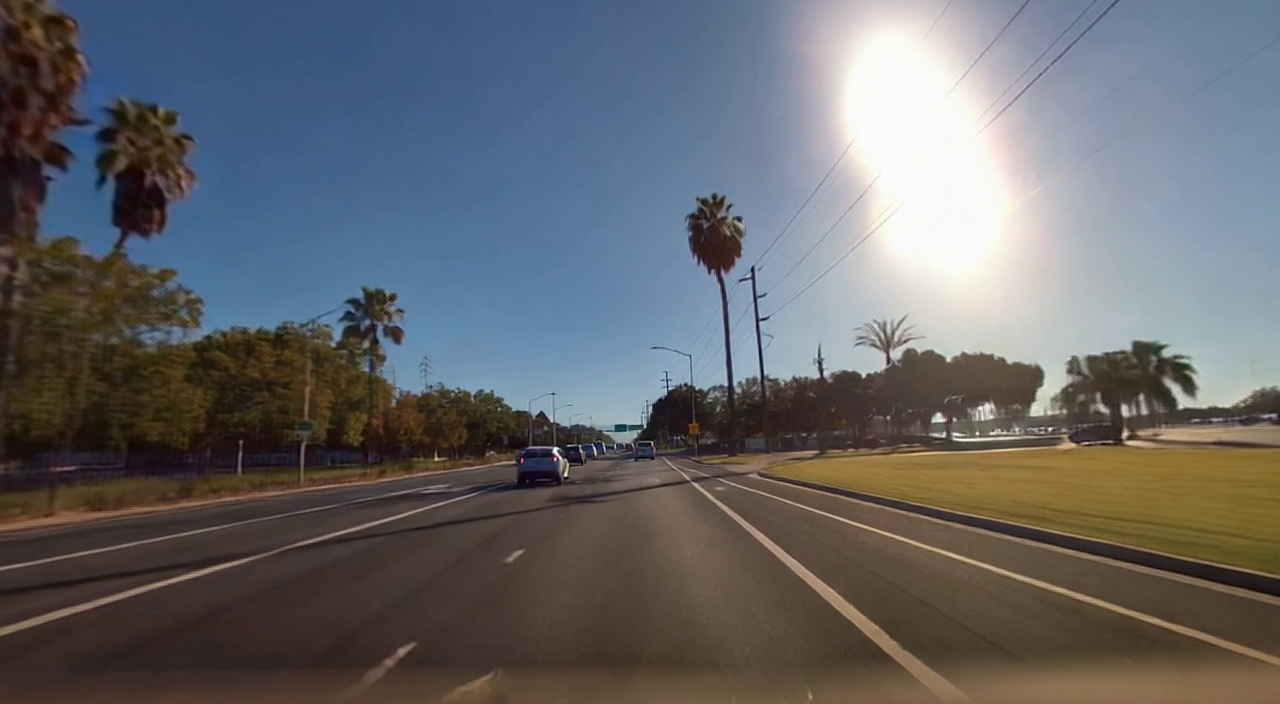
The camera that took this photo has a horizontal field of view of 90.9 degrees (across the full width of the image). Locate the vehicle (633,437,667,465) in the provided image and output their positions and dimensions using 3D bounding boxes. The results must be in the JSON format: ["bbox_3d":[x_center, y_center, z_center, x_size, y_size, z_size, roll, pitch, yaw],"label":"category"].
[{"bbox_3d":[0.666,6.760,42.875,2.155,1.781,3.977,-1,-9,0],"label":"vehicle"}]

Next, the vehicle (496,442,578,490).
[{"bbox_3d":[-3.395,3.828,21.534,1.982,1.451,4.152,-1,-9,2],"label":"vehicle"}]

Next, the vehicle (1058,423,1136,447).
[{"bbox_3d":[32.189,5.941,44.606,1.806,1.552,4.740,0,-9,-2],"label":"vehicle"}]
